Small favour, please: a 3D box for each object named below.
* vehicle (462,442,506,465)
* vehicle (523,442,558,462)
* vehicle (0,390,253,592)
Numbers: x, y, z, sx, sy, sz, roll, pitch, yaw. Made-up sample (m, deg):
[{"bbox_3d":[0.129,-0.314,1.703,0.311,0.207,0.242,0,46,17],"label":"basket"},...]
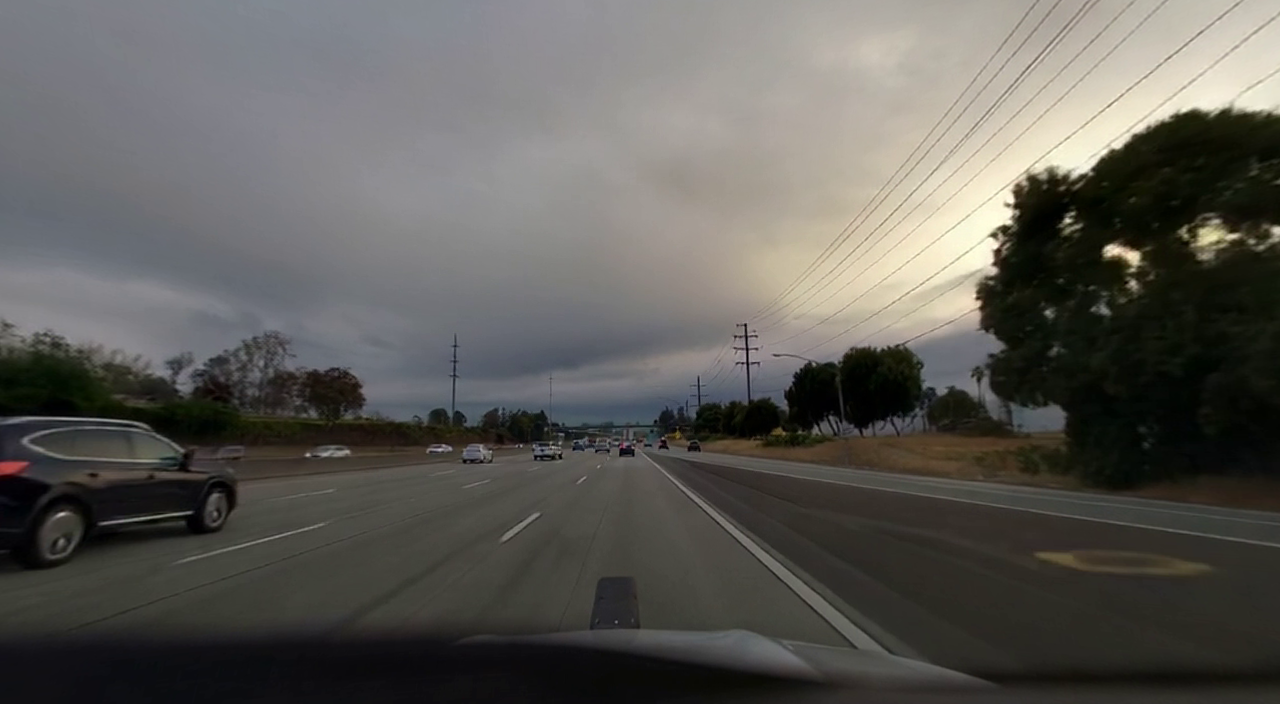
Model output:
[{"bbox_3d":[-10.680,6.954,43.547,1.887,1.473,4.352,0,-9,0],"label":"vehicle"},{"bbox_3d":[-7.526,7.628,48.211,1.954,1.432,4.183,0,-9,0],"label":"vehicle"},{"bbox_3d":[-6.829,1.401,6.660,2.115,1.799,5.444,0,-9,-1],"label":"vehicle"}]
